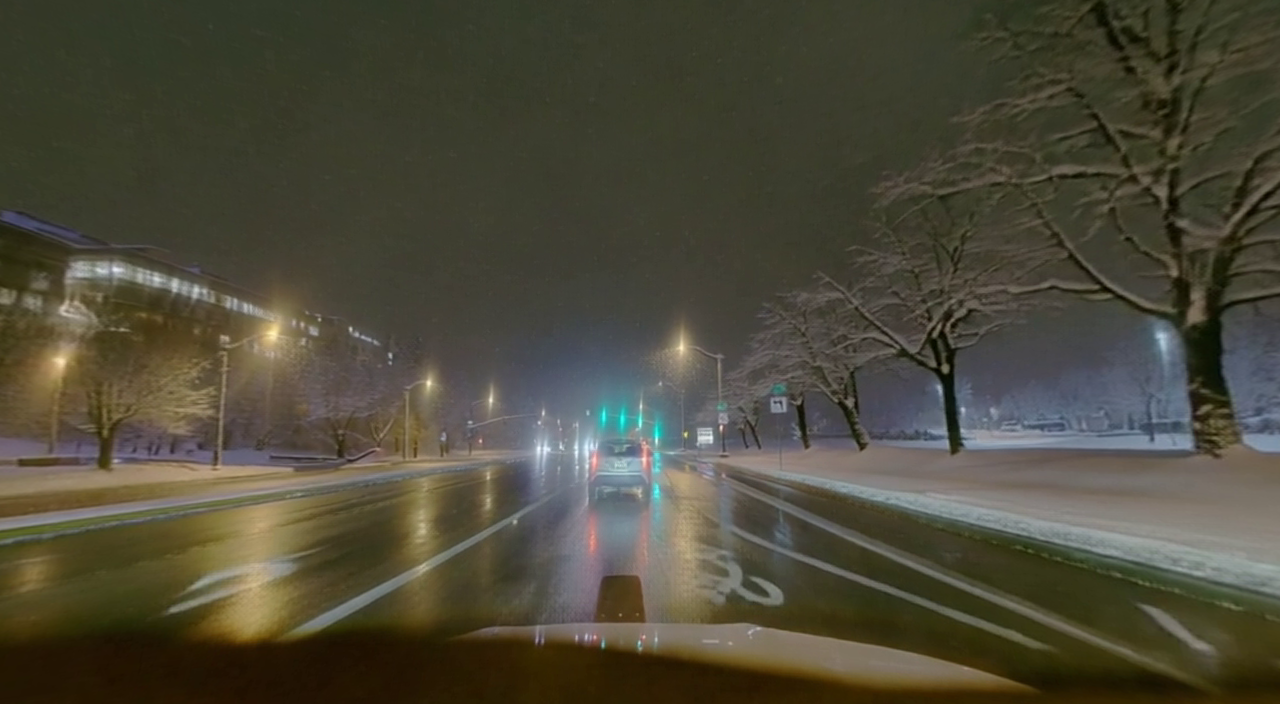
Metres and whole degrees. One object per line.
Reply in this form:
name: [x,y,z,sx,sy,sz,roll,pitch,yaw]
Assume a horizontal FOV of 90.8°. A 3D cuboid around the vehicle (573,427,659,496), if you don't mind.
vehicle: [-0.596,3.028,17.807,2.130,1.711,4.038,0,-8,0]
